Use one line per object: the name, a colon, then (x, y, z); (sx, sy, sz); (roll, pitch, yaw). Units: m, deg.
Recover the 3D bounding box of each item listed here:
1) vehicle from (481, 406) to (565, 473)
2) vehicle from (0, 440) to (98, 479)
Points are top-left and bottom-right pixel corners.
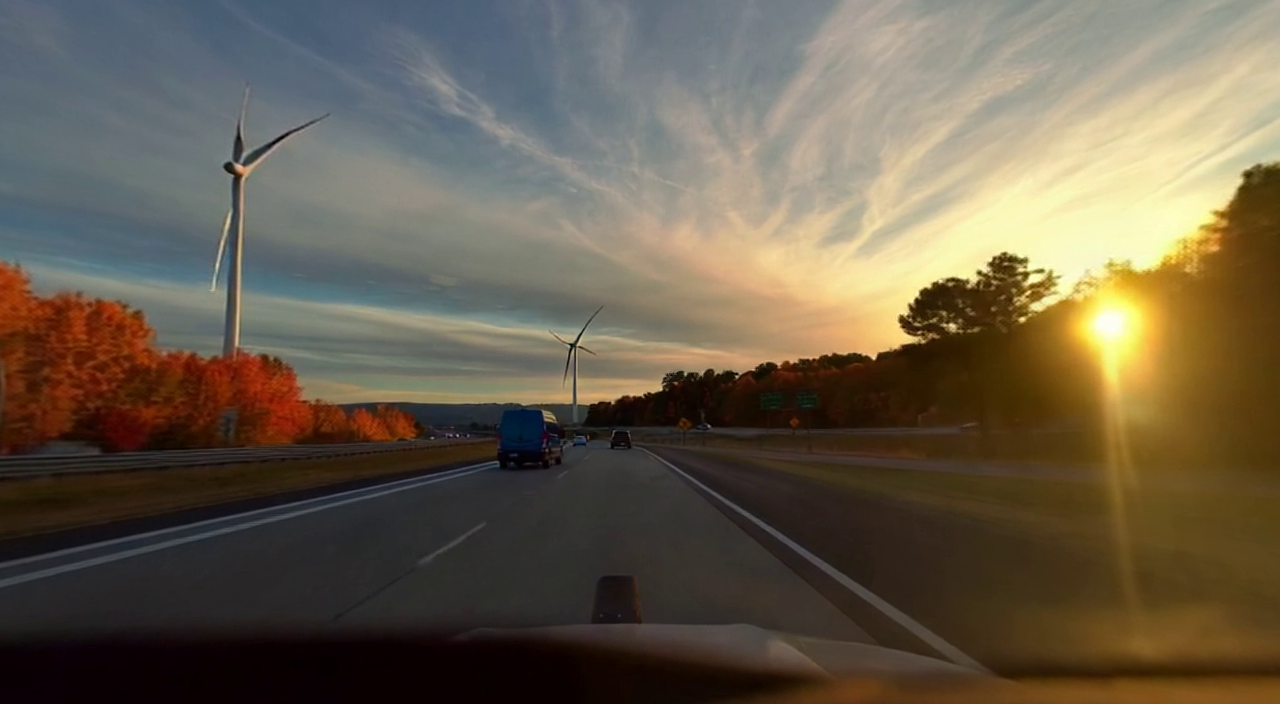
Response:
vehicle: (-4.346, 3.374, 24.348); (2.303, 2.323, 5.089); (0, -8, 0)
vehicle: (-28.702, 5.040, 29.865); (1.866, 1.653, 4.484); (0, -8, -1)
